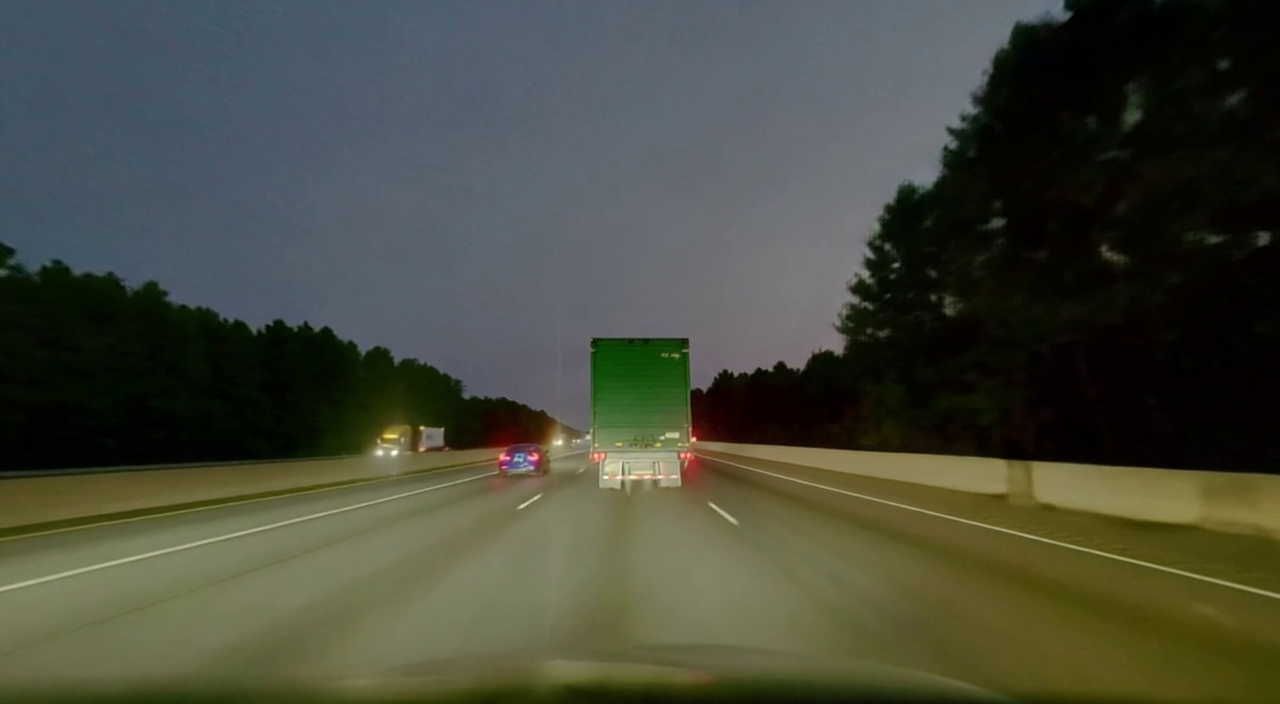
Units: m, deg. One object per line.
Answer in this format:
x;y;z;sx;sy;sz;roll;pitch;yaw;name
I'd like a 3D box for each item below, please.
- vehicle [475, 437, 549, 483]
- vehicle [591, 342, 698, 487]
-4.608;3.935;23.288;1.854;1.530;4.268;0;-8;0;vehicle
-0.007;2.532;23.594;3.073;4.196;10.546;0;-8;-1;vehicle
